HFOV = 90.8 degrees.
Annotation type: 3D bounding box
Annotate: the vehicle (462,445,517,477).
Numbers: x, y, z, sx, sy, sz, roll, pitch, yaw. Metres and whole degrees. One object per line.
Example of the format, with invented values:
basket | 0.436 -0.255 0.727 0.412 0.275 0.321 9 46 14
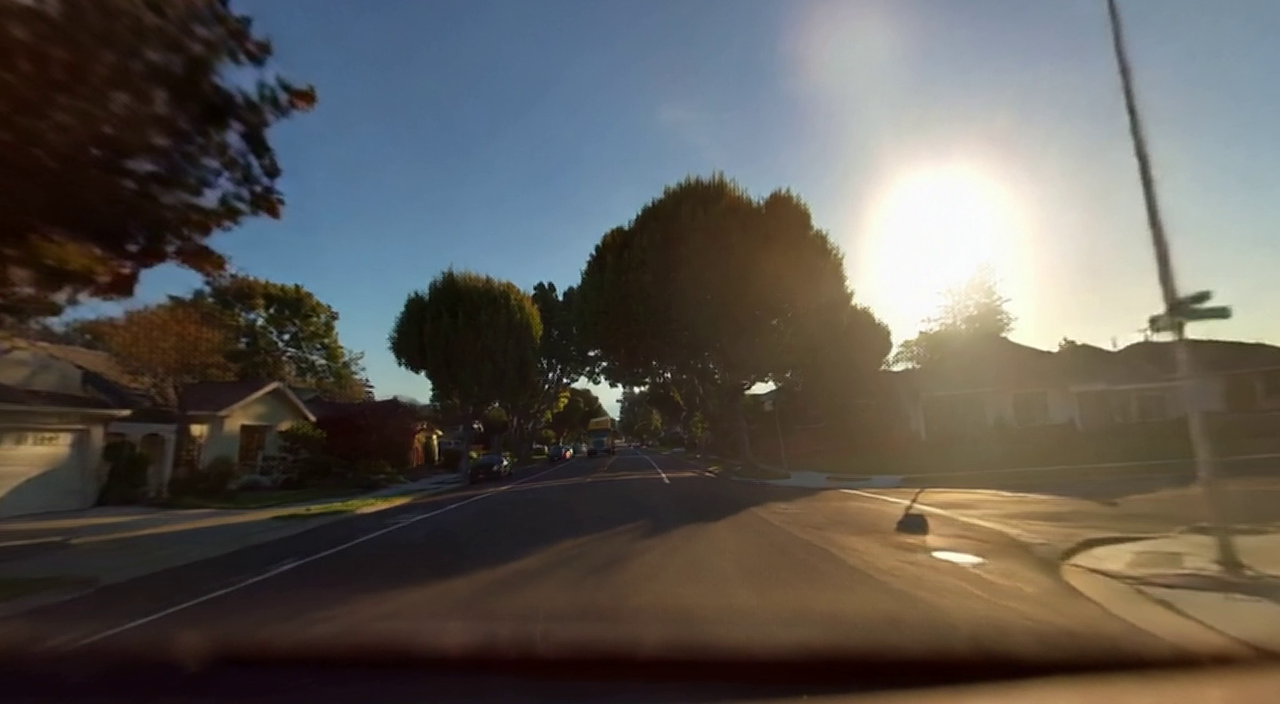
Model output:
vehicle | -8.853 6.447 37.599 2.119 1.775 4.643 0 -9 1
